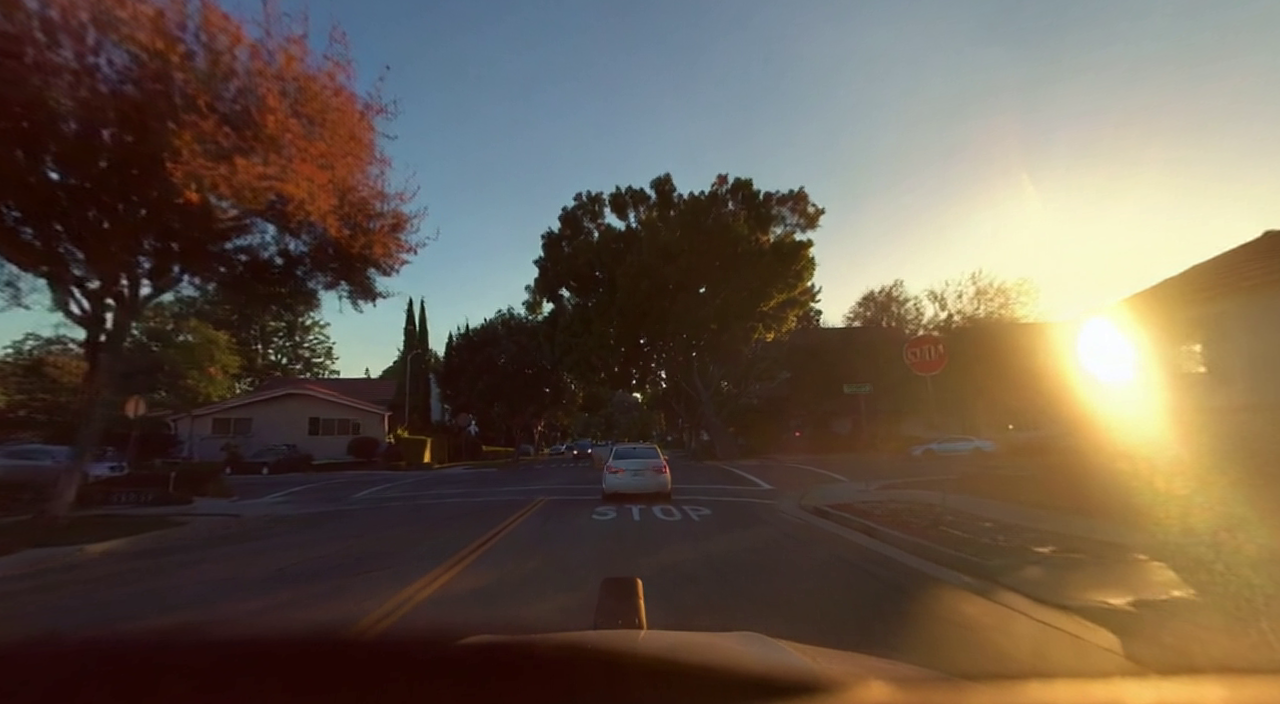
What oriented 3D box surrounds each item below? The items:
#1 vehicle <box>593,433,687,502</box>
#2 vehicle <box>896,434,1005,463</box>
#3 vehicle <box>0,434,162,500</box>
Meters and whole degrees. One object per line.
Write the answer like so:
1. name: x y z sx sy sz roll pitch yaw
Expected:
1. vehicle: -0.077 2.831 15.874 2.043 1.484 4.340 0 -9 -2
2. vehicle: 16.555 5.176 33.677 4.748 1.488 2.029 1 -9 -4
3. vehicle: -20.910 4.149 22.376 5.796 1.946 2.391 -3 -10 -4
